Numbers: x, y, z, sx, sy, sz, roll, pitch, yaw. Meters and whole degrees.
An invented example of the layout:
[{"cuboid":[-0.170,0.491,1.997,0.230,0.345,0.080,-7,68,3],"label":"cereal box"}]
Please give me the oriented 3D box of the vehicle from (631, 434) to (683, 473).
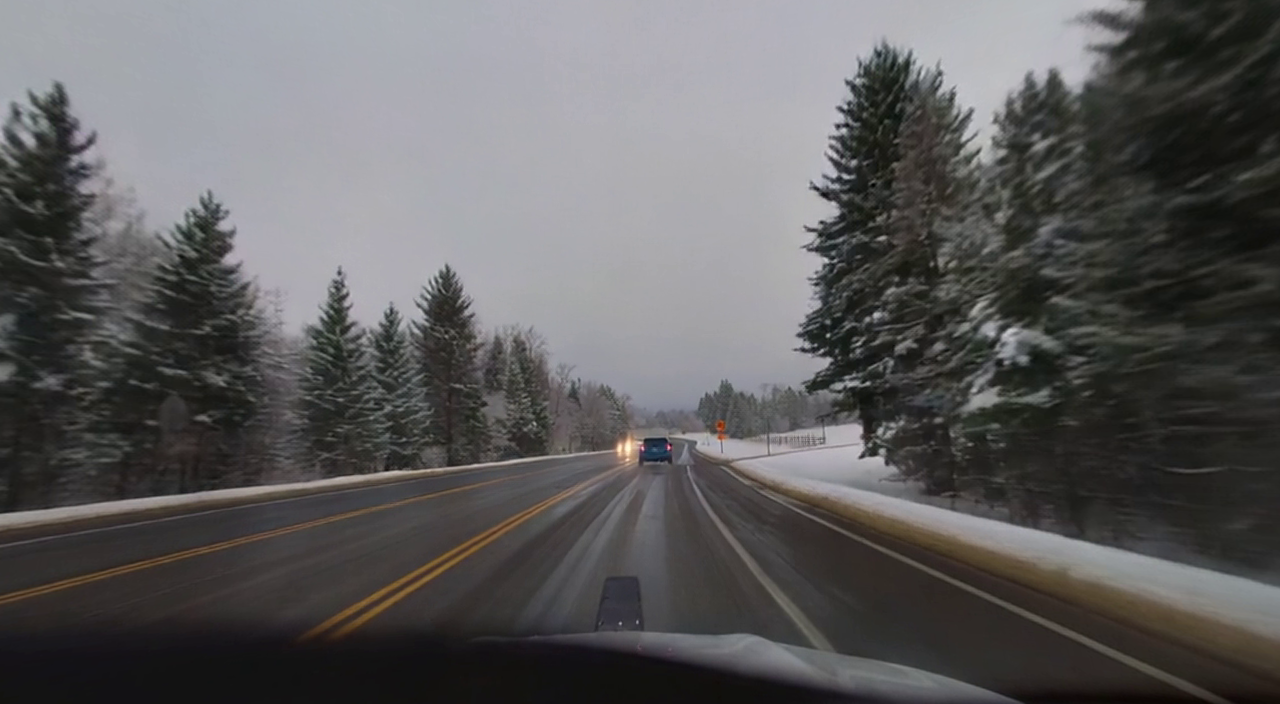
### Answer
[{"cuboid":[0.853,4.848,30.370,2.294,1.708,4.110,-1,-8,3],"label":"vehicle"}]
